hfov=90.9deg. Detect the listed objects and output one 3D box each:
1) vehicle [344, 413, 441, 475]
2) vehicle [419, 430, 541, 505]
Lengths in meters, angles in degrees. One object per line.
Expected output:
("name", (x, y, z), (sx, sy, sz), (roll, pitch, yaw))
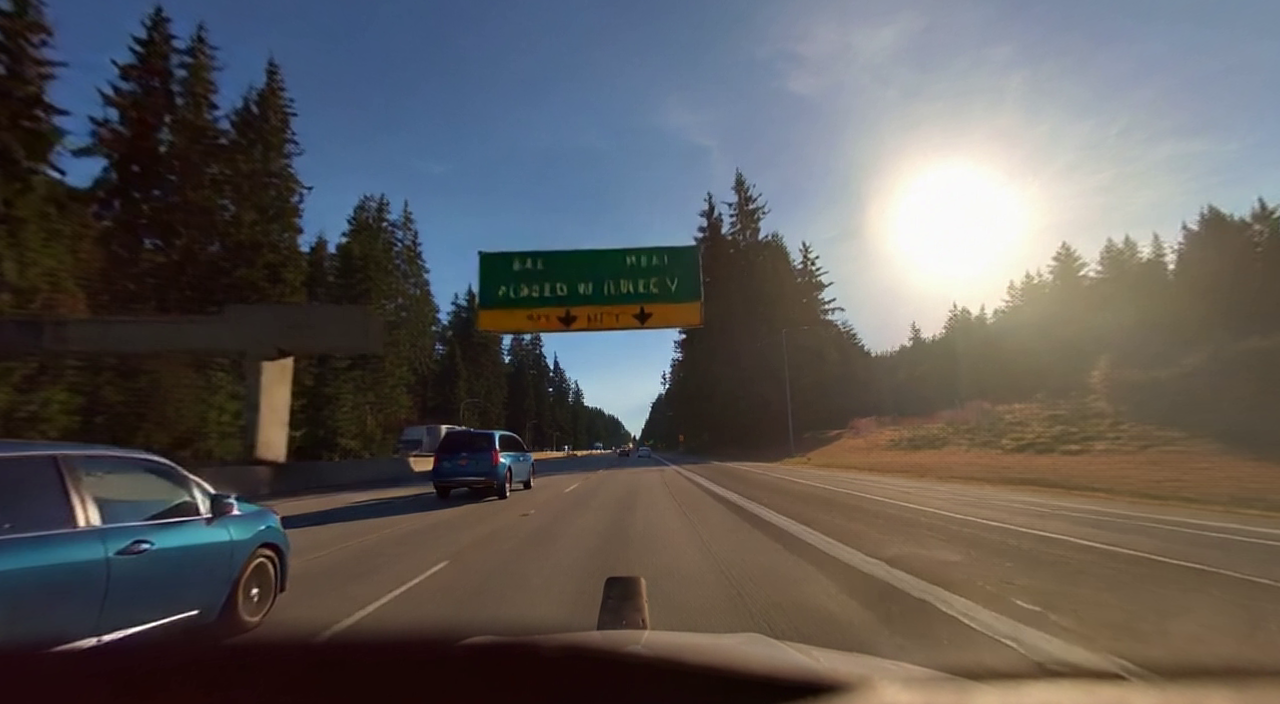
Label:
("vehicle", (-17.737, 6.753, 46.261), (2.967, 3.942, 10.400), (0, -8, 0))
("vehicle", (-4.171, 3.084, 17.341), (2.084, 1.752, 4.479), (-1, -8, 1))
